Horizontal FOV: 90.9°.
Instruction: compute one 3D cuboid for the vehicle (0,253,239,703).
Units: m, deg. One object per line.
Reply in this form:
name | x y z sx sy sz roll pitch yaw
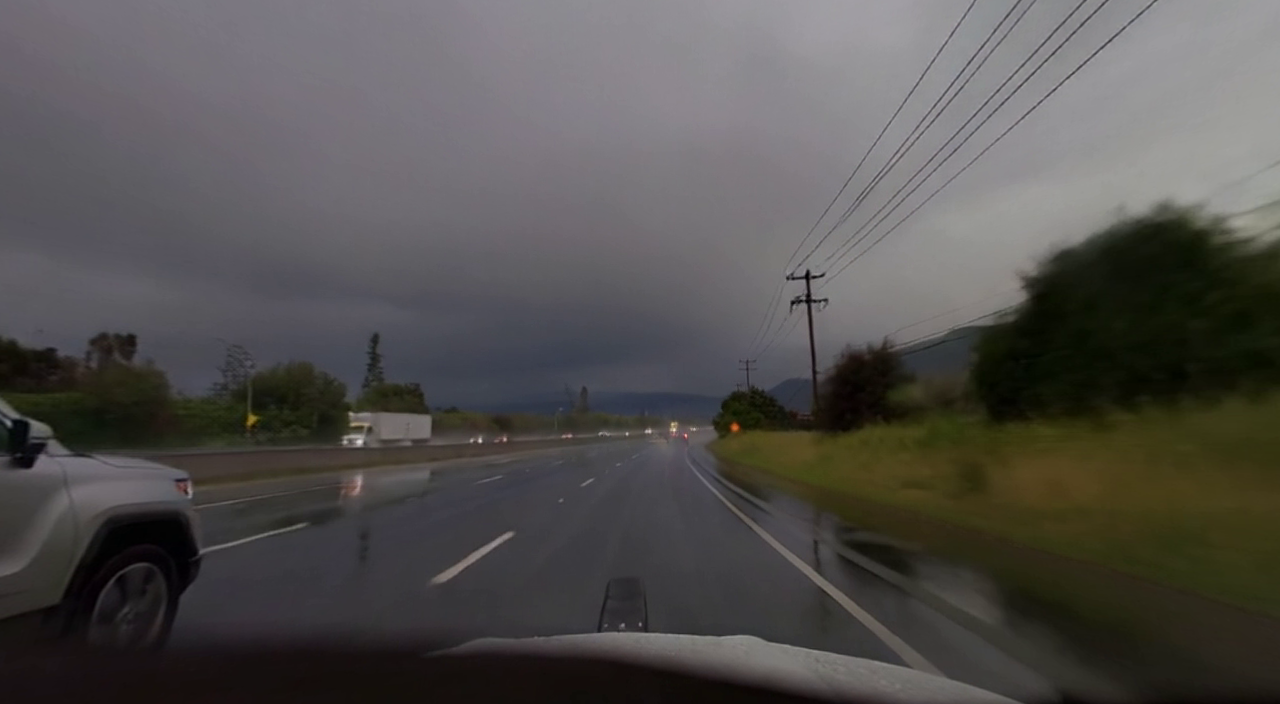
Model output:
vehicle | -3.455 0.447 1.105 2.136 1.975 5.037 0 -8 0
